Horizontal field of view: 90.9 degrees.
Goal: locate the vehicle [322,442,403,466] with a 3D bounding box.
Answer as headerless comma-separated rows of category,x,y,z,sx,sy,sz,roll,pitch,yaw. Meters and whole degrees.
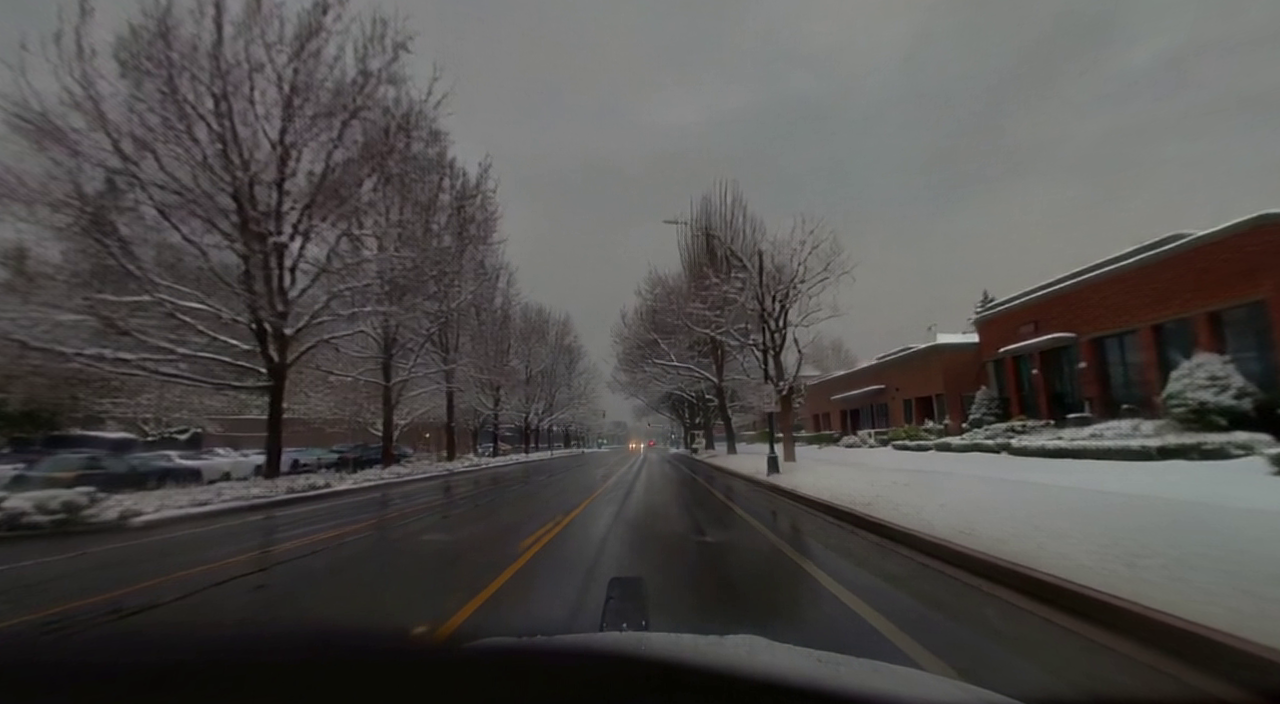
vehicle,-18.836,6.935,42.905,4.606,1.544,1.965,0,-8,0

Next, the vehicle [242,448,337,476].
vehicle,-19.116,5.991,34.501,4.005,1.433,1.953,0,-8,0

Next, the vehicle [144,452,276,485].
vehicle,-19.535,5.278,28.775,4.567,1.402,1.910,0,-8,0

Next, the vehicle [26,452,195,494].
vehicle,-19.812,4.538,23.760,4.503,1.462,1.993,0,-8,-1
